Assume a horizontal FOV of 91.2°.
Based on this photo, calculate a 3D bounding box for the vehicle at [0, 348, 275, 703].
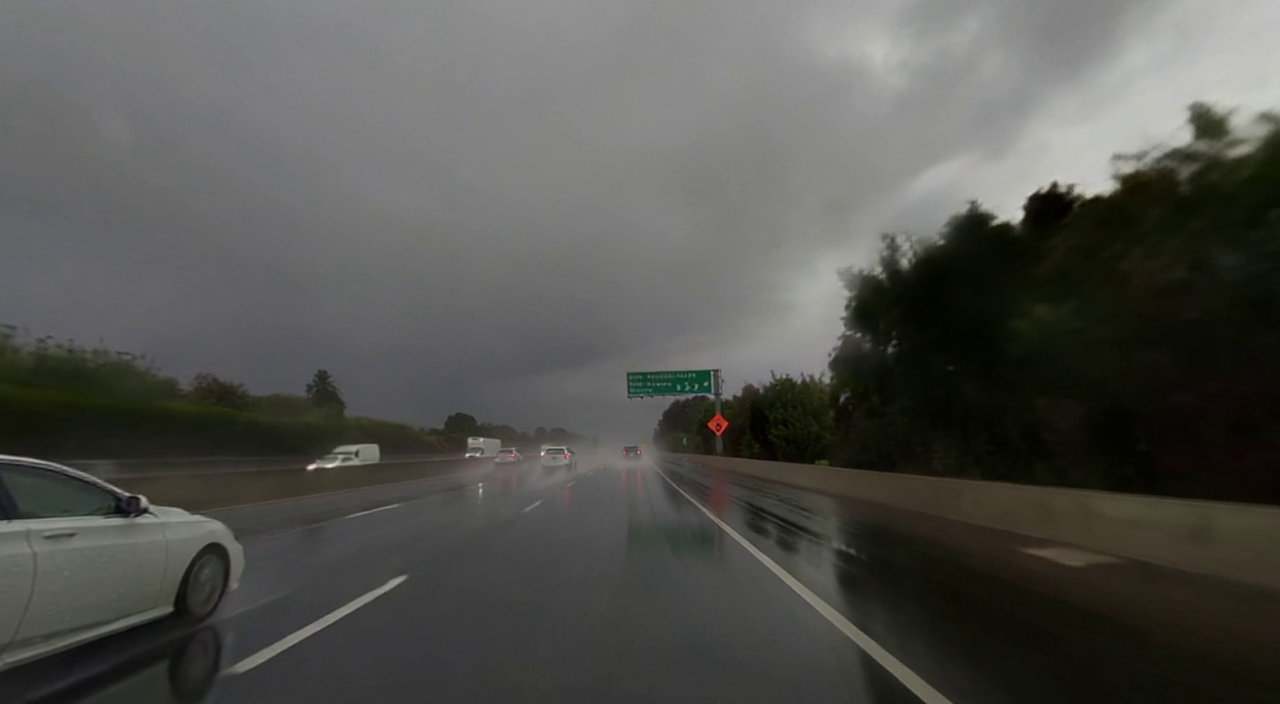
[{"bbox_3d":[-4.004,0.863,2.745,2.074,1.779,4.588,0,-9,-1],"label":"vehicle"}]

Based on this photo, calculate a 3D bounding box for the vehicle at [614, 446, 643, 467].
[{"bbox_3d":[-0.860,7.773,46.835,2.023,1.479,3.718,0,-9,-1],"label":"vehicle"}]

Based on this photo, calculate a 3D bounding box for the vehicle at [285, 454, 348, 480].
[{"bbox_3d":[-20.109,7.139,39.128,1.869,1.503,3.906,0,-9,0],"label":"vehicle"}]

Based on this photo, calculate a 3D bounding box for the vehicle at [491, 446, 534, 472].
[{"bbox_3d":[-7.950,6.686,39.382,1.936,1.516,3.904,0,-9,0],"label":"vehicle"}]

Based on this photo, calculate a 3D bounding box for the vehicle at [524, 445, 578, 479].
[{"bbox_3d":[-4.166,5.198,29.954,1.988,1.477,4.118,0,-9,0],"label":"vehicle"}]
